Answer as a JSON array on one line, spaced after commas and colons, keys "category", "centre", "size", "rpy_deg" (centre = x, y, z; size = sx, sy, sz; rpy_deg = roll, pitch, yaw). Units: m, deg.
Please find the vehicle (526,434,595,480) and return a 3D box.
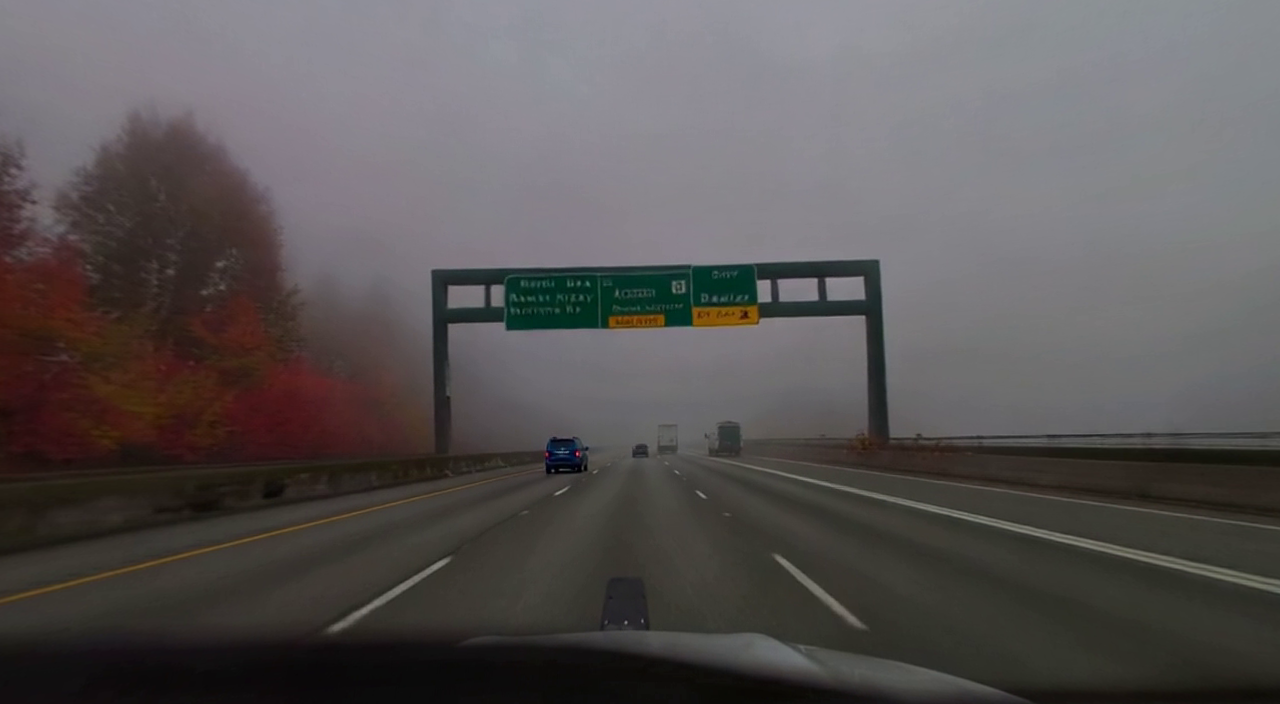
[{"category": "vehicle", "centre": [-3.112, 4.239, 25.659], "size": [2.177, 1.707, 4.432], "rpy_deg": [0, -8, 1]}]
